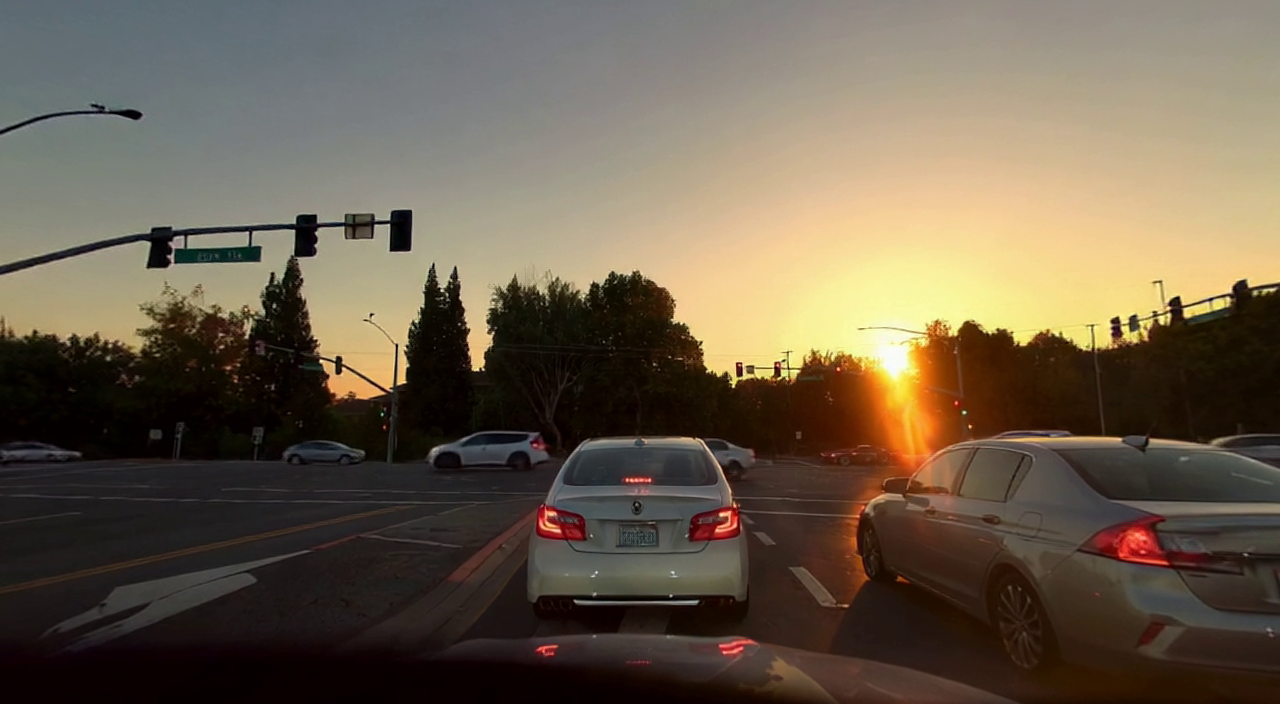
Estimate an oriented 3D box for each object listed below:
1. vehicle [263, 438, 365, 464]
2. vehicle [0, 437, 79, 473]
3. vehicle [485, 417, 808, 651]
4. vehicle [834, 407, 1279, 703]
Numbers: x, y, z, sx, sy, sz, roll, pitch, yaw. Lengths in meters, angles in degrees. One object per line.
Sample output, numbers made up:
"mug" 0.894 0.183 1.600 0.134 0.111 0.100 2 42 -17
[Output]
"vehicle" -19.050 5.794 37.063 4.828 1.467 1.963 0 -8 1
"vehicle" -30.412 4.990 30.782 4.517 1.637 1.935 -1 -9 8
"vehicle" 0.035 1.463 6.138 2.026 1.458 4.175 0 -9 0
"vehicle" 3.104 1.300 4.839 1.861 1.479 4.371 0 -9 0
